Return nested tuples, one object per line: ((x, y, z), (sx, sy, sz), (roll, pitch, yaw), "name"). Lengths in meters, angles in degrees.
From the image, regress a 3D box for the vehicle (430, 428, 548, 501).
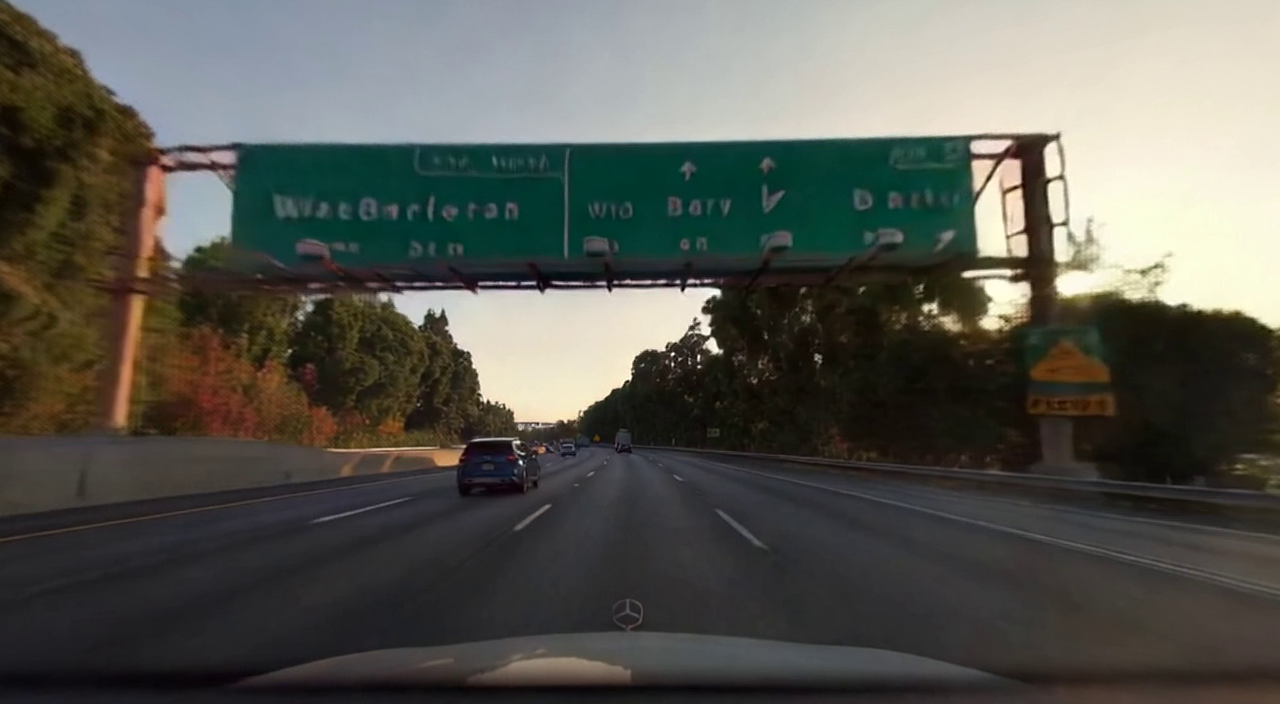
((-3.963, 3.031, 17.451), (2.162, 1.724, 4.537), (0, -8, 0), "vehicle")
